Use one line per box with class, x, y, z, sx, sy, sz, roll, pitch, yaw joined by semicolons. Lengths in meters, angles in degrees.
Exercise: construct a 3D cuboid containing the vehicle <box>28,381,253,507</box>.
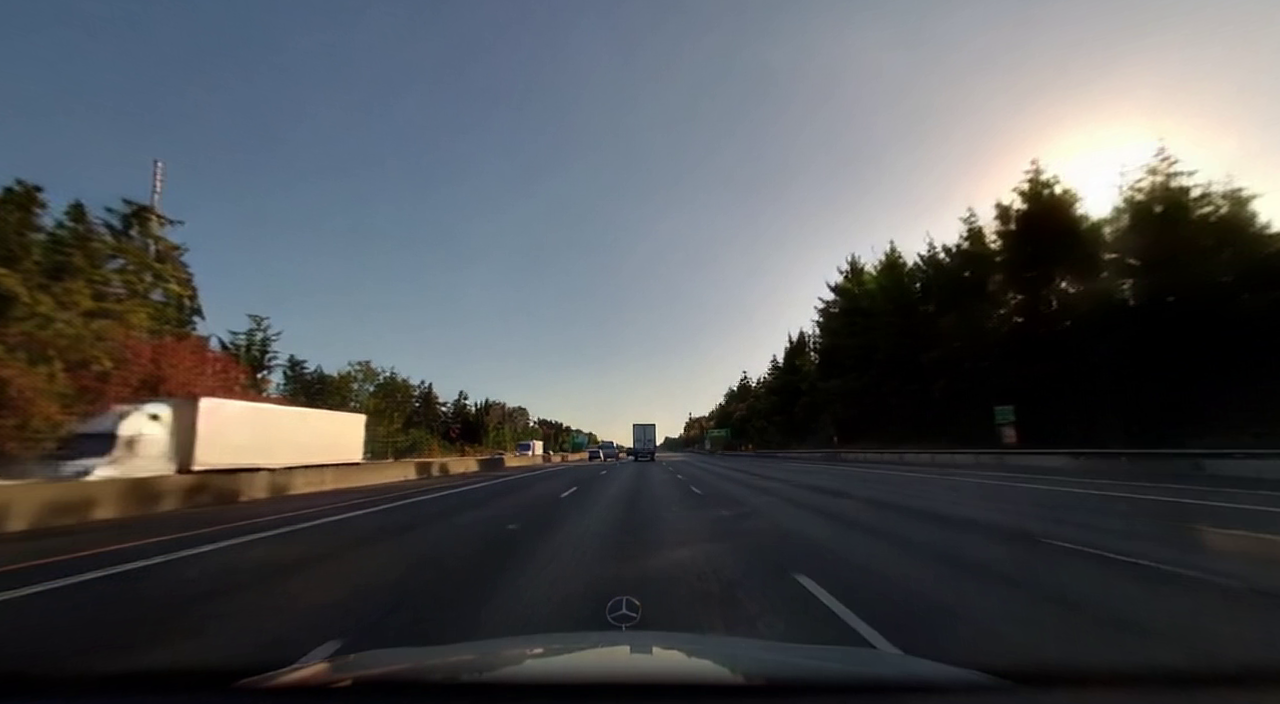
vehicle;-17.532;3.316;22.817;3.007;3.936;5.906;0;-9;0
